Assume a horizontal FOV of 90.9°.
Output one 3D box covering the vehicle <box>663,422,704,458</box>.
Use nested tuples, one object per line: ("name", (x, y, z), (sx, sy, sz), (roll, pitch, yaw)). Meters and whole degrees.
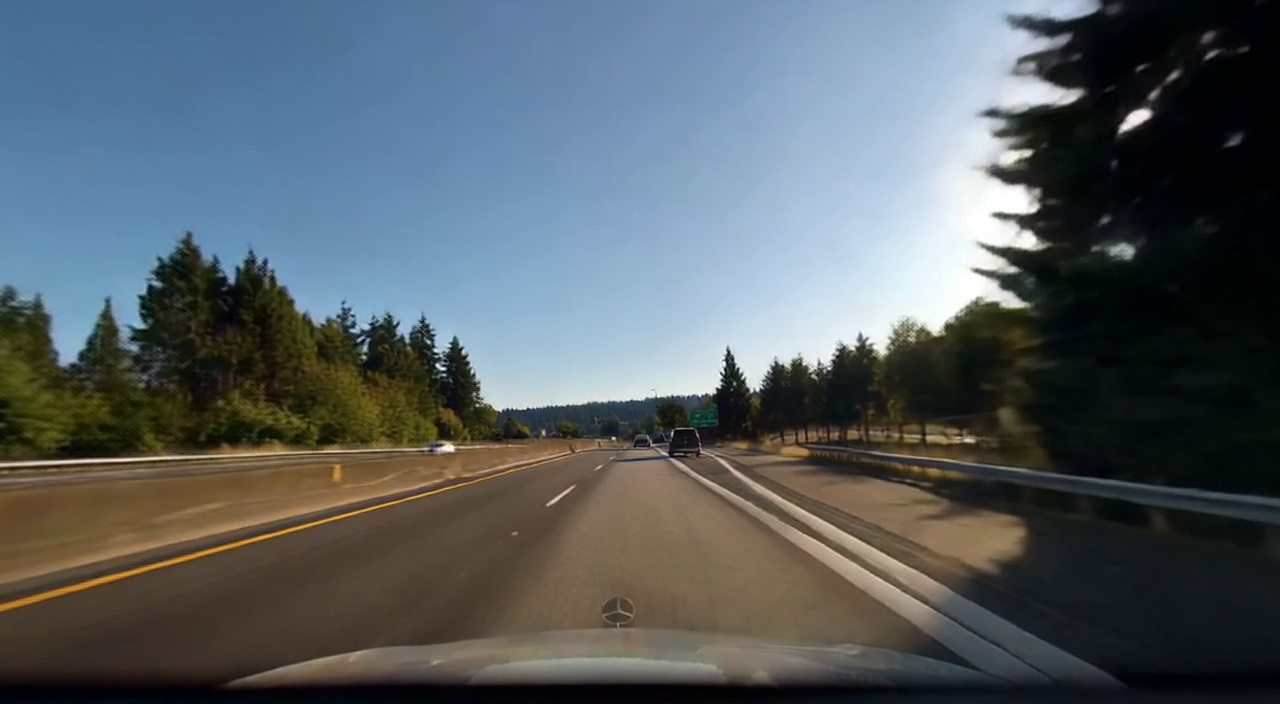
("vehicle", (2.894, 6.039, 43.138), (2.450, 2.314, 4.753), (0, -8, 0))

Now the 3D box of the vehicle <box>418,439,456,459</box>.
("vehicle", (-15.441, 7.401, 48.074), (1.727, 1.439, 3.695), (0, -8, -1))
